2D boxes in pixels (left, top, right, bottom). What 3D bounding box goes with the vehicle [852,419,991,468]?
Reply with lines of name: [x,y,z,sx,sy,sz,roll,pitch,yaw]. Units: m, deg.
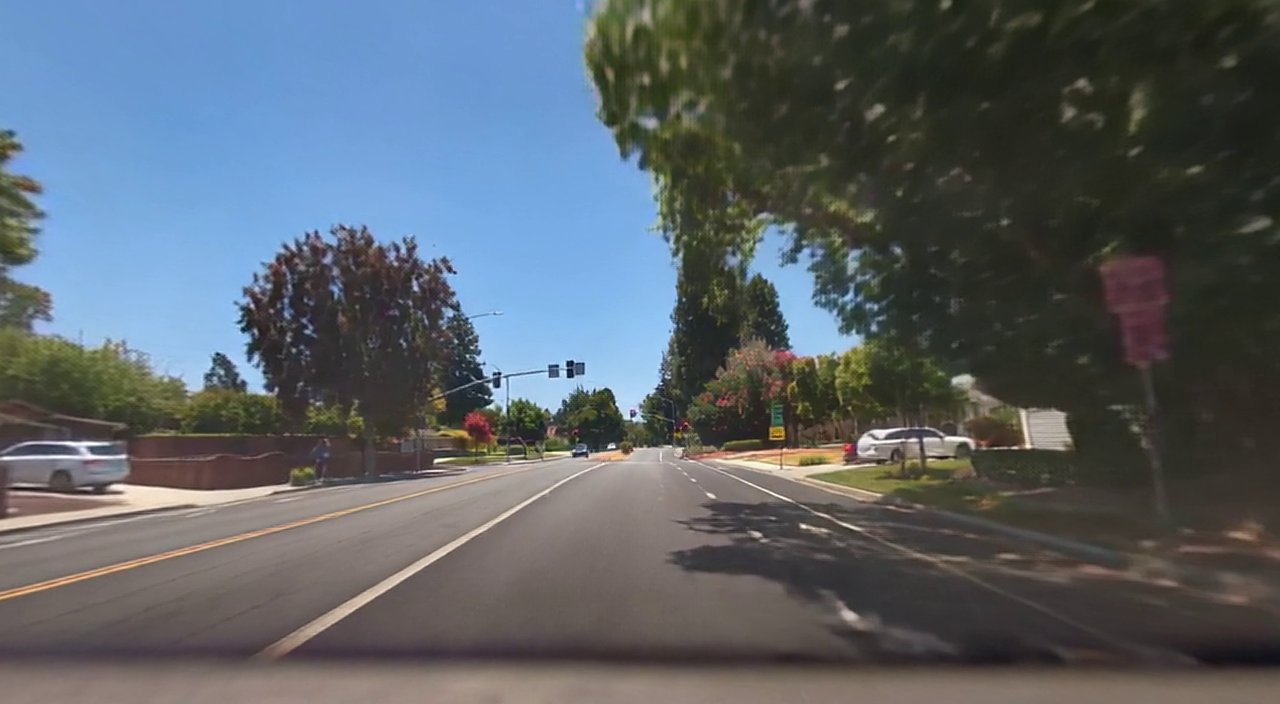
vehicle: [10.752,3.530,24.402,4.423,1.779,1.883,0,-8,0]

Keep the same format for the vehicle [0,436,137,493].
vehicle: [-18.826,3.536,19.992,4.115,1.699,1.848,0,-8,-1]
